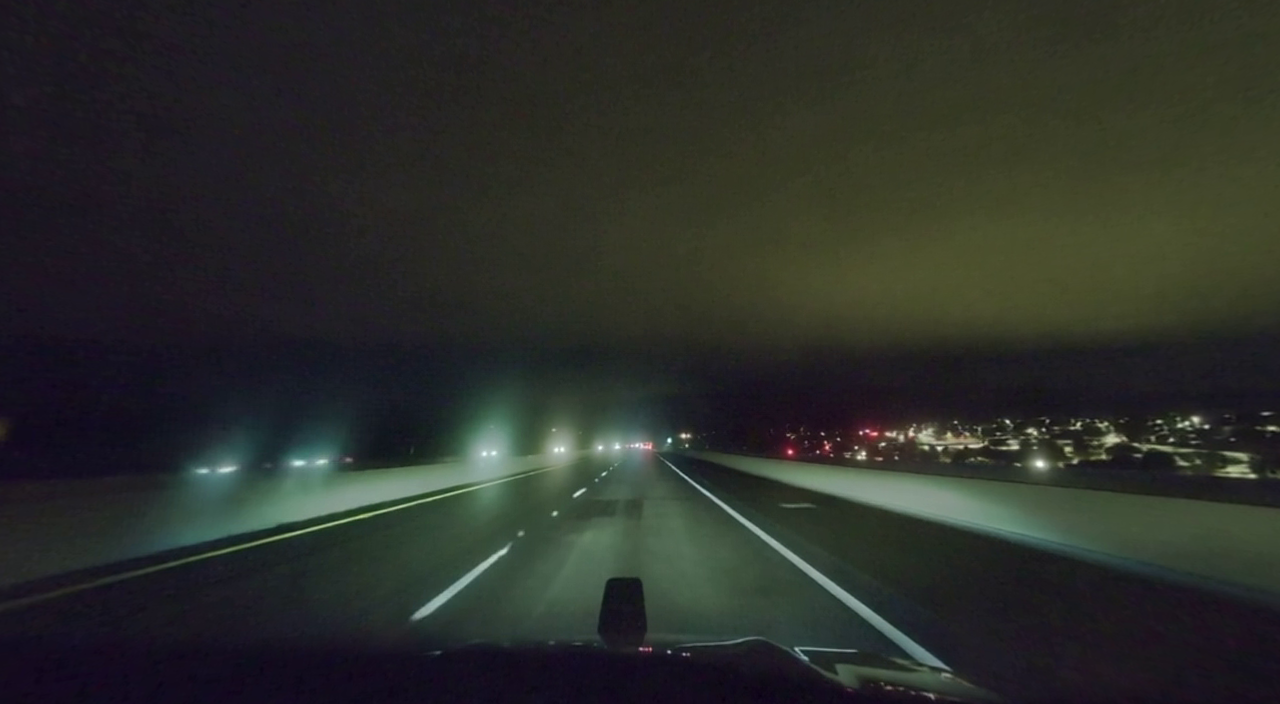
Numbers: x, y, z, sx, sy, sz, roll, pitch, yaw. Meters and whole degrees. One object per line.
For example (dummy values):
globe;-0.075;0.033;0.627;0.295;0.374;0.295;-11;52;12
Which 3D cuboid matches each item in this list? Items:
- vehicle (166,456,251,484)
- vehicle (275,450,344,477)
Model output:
vehicle;-26.049;7.108;38.302;1.907;1.478;4.642;0;-9;0
vehicle;-22.131;7.454;42.457;2.094;1.612;4.613;0;-9;1
